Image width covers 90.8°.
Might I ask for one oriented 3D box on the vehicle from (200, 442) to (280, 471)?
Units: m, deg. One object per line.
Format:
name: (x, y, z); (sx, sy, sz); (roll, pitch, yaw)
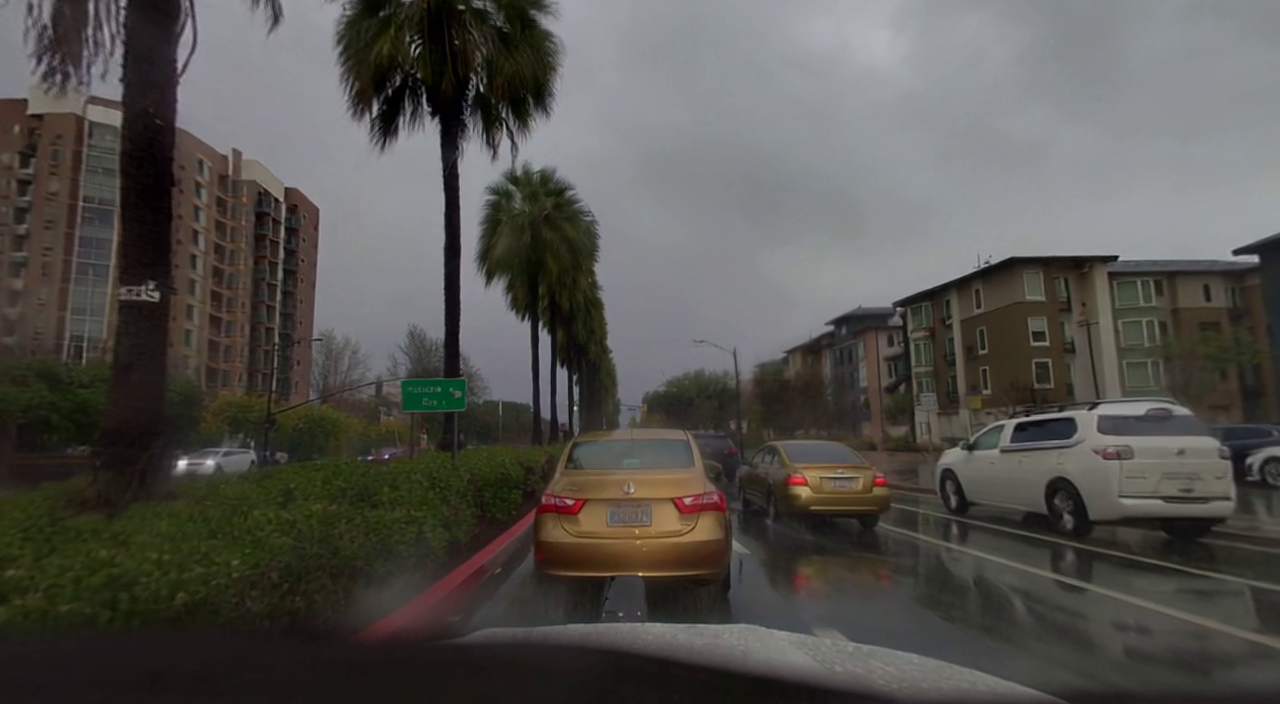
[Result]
vehicle: (-28.340, 7.405, 45.065); (2.115, 1.884, 5.481); (0, -8, 0)

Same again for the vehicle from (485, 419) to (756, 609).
vehicle: (-0.165, 1.591, 7.078); (2.158, 1.498, 3.919); (0, -8, 0)

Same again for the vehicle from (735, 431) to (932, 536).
vehicle: (3.078, 2.191, 11.179); (1.925, 1.451, 4.436); (0, -8, -2)

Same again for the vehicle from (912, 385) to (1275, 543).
vehicle: (7.165, 1.882, 11.151); (2.254, 2.072, 5.577); (0, -8, 0)
